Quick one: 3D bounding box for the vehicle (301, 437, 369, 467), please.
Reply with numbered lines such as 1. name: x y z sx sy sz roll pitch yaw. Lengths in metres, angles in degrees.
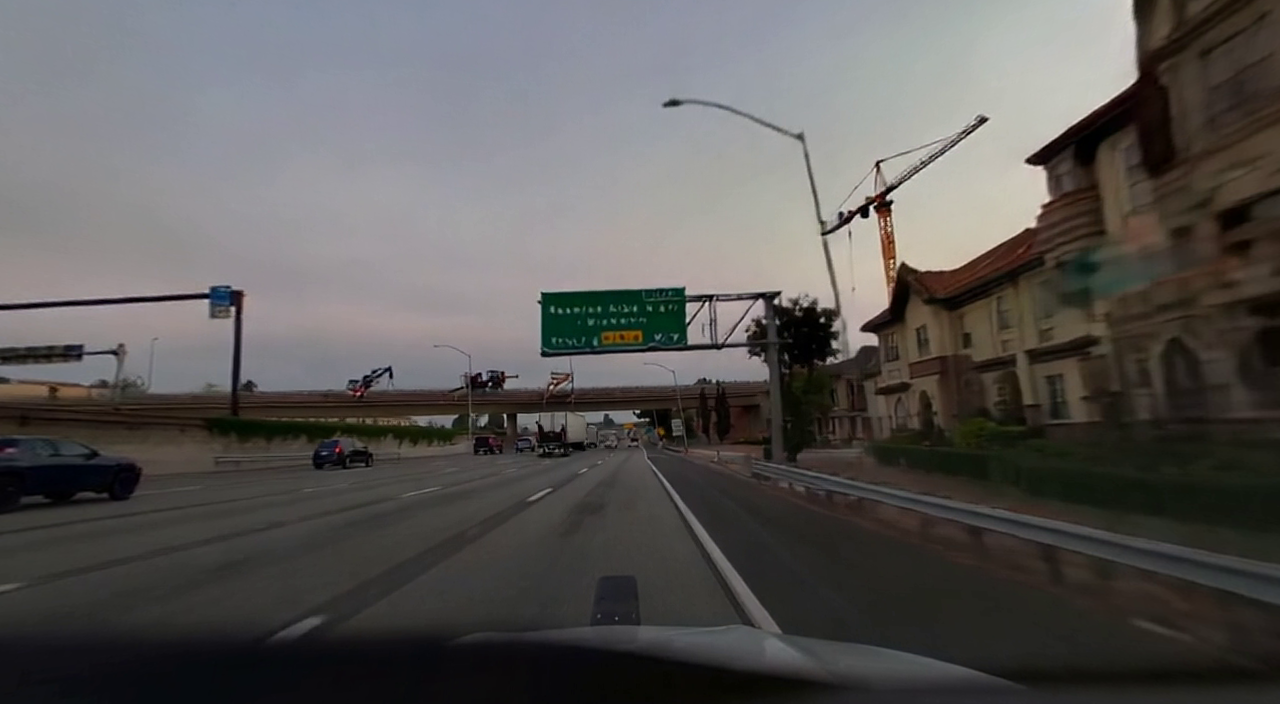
1. vehicle: -18.852 6.197 39.281 1.932 1.752 4.541 0 -8 0
